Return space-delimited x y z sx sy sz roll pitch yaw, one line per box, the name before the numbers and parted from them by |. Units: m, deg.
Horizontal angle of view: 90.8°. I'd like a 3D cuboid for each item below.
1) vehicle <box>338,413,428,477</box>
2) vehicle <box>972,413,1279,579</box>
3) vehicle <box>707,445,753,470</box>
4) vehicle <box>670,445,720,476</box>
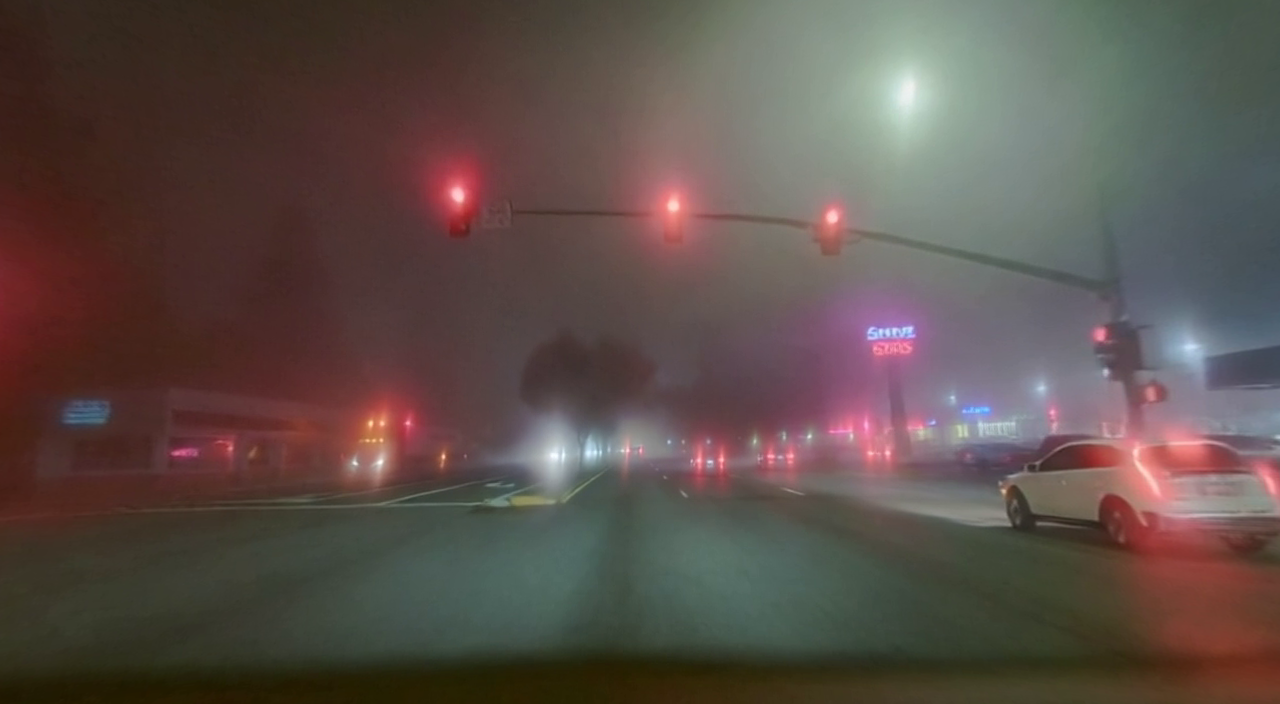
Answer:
vehicle | -19.208 7.094 48.003 3.008 4.297 9.041 0 -9 -1
vehicle | 6.901 1.810 8.762 2.002 1.651 4.647 0 -9 0
vehicle | 5.823 6.897 41.375 2.150 1.485 4.919 0 -9 -2
vehicle | 2.823 5.692 33.303 2.099 1.463 4.365 0 -9 -2
